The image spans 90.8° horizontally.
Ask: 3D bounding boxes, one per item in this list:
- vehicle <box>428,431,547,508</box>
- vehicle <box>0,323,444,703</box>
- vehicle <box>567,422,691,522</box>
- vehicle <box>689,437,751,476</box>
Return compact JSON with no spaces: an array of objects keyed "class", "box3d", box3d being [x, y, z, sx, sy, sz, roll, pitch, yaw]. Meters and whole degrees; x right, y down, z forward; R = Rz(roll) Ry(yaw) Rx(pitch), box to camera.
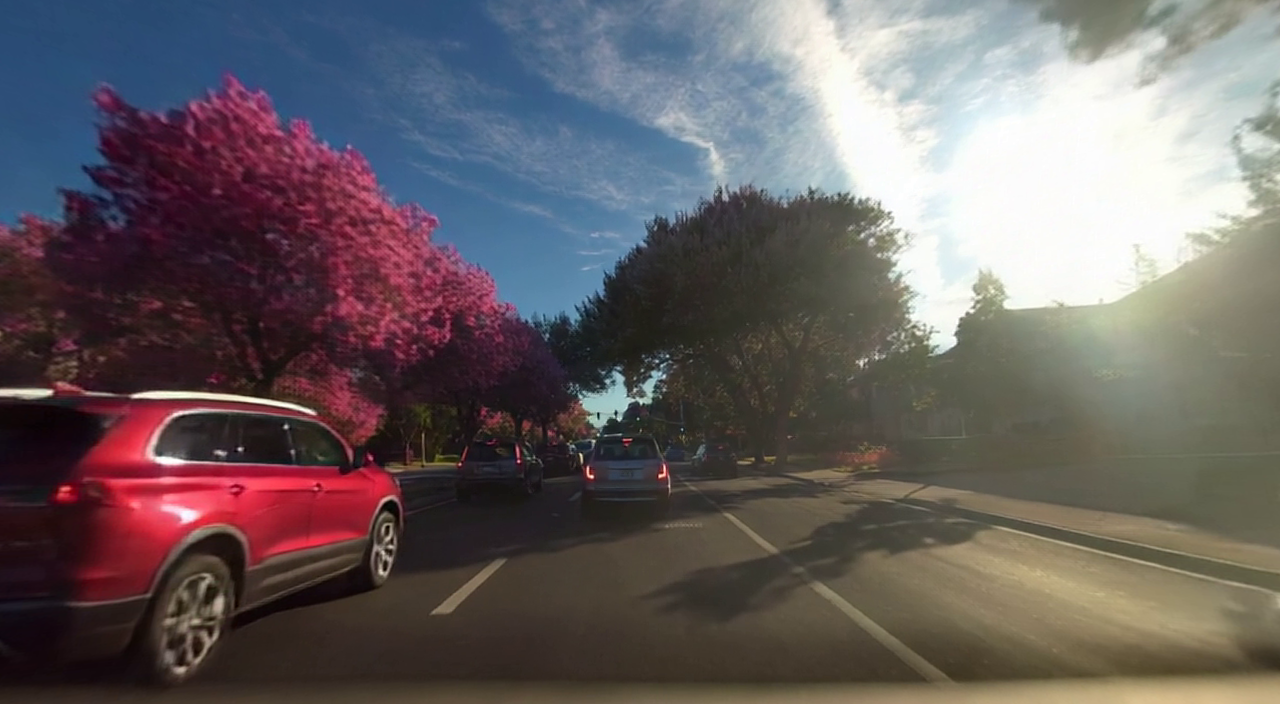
[{"class":"vehicle","box3d":[-3.662,2.909,16.066,1.948,1.668,4.279,0,-8,0]},{"class":"vehicle","box3d":[-3.554,1.172,5.264,2.304,1.928,4.833,0,-8,0]},{"class":"vehicle","box3d":[-0.210,2.352,12.887,2.112,1.693,4.058,0,-8,-1]},{"class":"vehicle","box3d":[3.686,4.906,30.003,2.188,1.685,4.604,0,-8,-2]}]
